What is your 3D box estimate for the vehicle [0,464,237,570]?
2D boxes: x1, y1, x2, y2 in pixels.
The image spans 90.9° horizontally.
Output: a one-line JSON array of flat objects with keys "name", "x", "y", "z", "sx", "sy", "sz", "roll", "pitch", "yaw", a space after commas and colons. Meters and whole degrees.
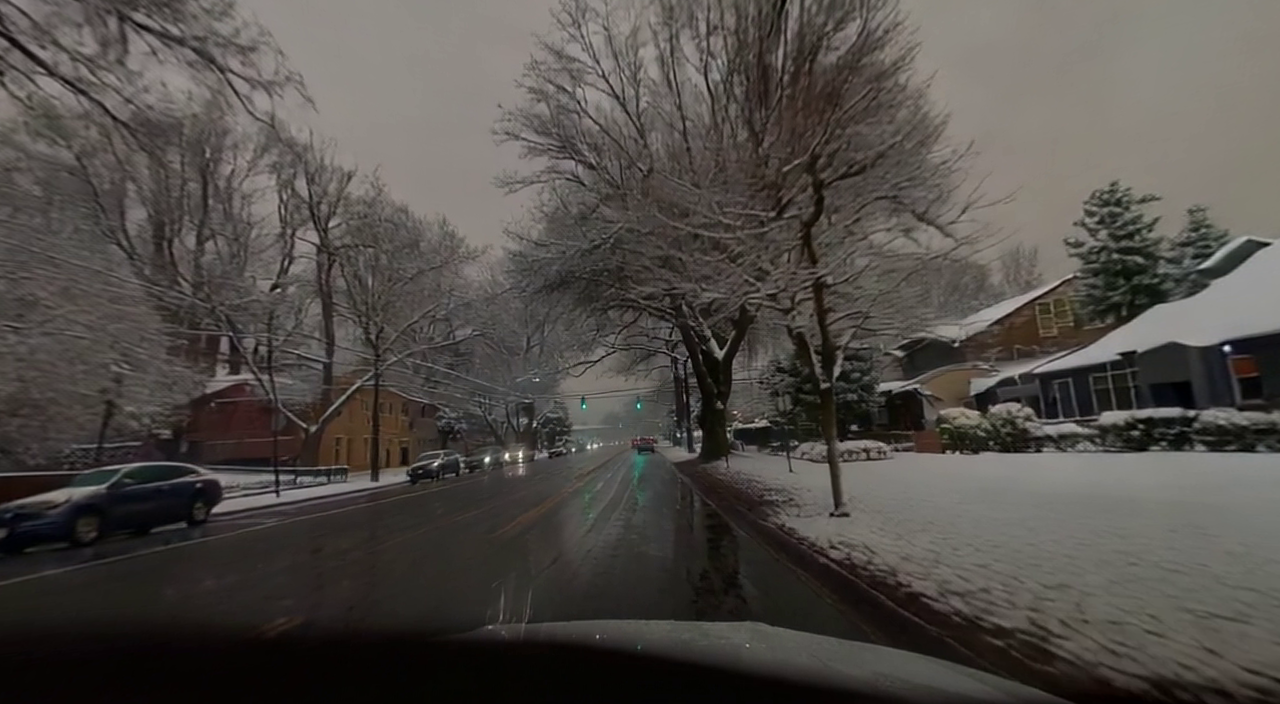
[{"name": "vehicle", "x": -10.220, "y": 2.980, "z": 12.146, "sx": 1.892, "sy": 1.484, "sz": 4.576, "roll": 0, "pitch": -8, "yaw": -1}]

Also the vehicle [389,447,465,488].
[{"name": "vehicle", "x": -10.485, "y": 5.656, "z": 31.380, "sx": 1.995, "sy": 1.657, "sz": 4.609, "roll": -6, "pitch": -8, "yaw": 2}]

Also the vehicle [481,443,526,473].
[{"name": "vehicle", "x": -10.270, "y": 7.988, "z": 47.771, "sx": 2.232, "sy": 1.961, "sz": 5.739, "roll": -3, "pitch": -9, "yaw": -2}]

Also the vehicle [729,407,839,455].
[{"name": "vehicle", "x": 8.760, "y": 4.909, "z": 38.585, "sx": 6.019, "sy": 2.672, "sz": 2.563, "roll": -5, "pitch": -10, "yaw": 27}]

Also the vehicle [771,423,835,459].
[{"name": "vehicle", "x": 8.566, "y": 4.755, "z": 33.603, "sx": 1.999, "sy": 1.753, "sz": 4.995, "roll": 0, "pitch": -8, "yaw": 0}]
